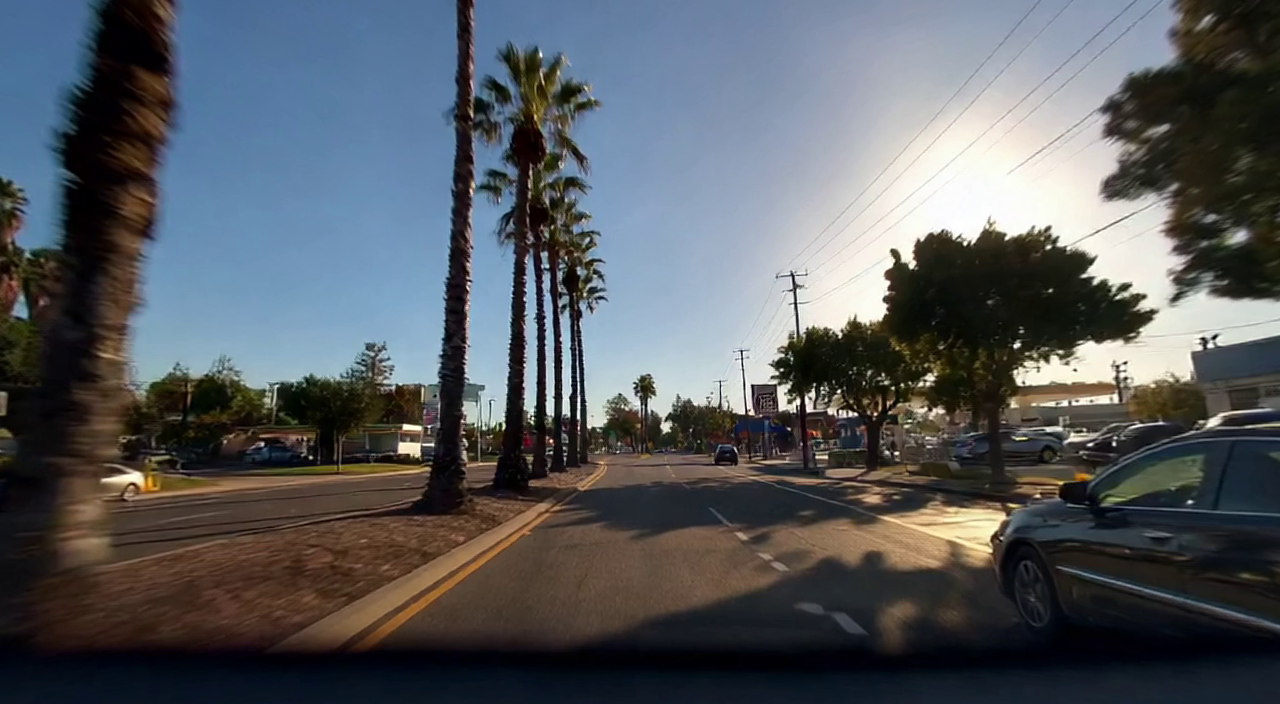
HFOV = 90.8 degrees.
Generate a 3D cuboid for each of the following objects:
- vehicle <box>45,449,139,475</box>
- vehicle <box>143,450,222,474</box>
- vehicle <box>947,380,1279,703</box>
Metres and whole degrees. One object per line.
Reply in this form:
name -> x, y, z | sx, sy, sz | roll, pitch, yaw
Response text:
vehicle -> -38.485, 7.693, 44.557 | 2.172, 1.703, 4.689 | -1, -9, 4
vehicle -> -32.172, 7.721, 44.603 | 1.886, 1.609, 4.563 | -1, -9, 6
vehicle -> 3.401, 0.895, 2.280 | 2.075, 1.579, 5.101 | 0, -9, 1
